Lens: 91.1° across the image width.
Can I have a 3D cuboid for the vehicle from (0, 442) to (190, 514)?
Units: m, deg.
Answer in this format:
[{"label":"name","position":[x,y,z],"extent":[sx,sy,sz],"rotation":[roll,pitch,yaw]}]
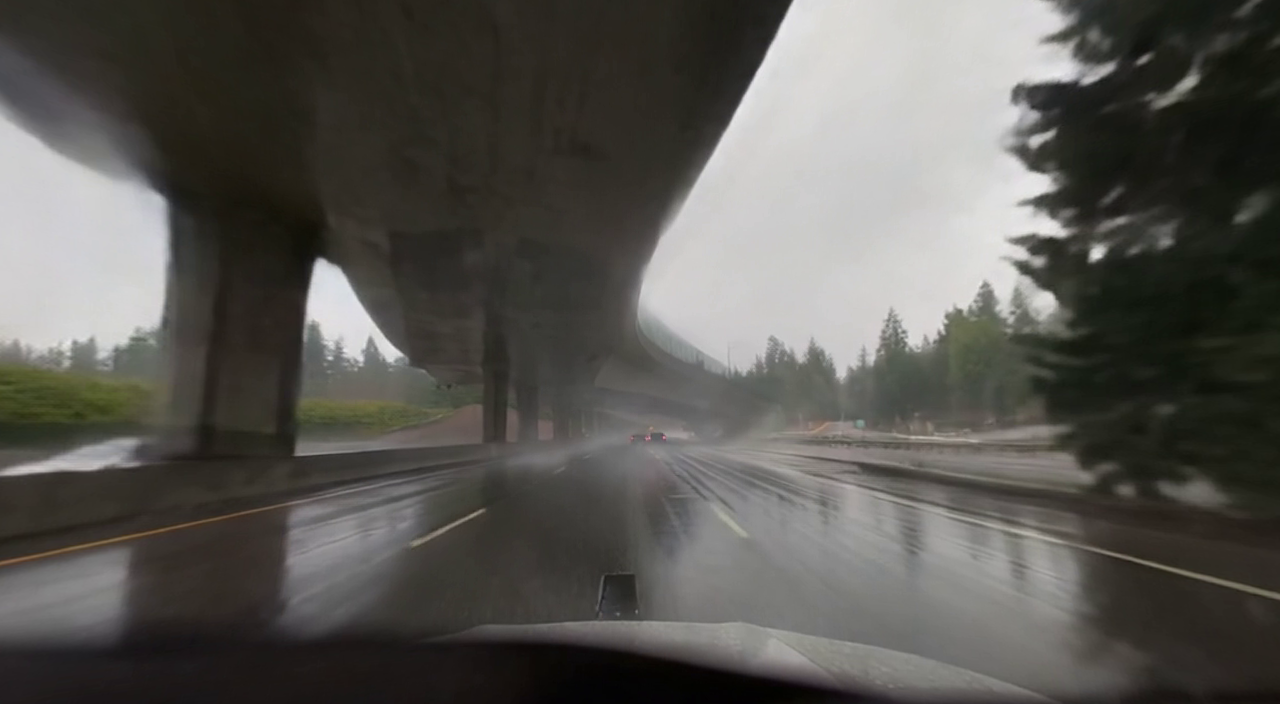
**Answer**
[{"label":"vehicle","position":[-12.870,2.816,14.667],"extent":[1.758,1.404,4.108],"rotation":[0,-8,-1]}]
